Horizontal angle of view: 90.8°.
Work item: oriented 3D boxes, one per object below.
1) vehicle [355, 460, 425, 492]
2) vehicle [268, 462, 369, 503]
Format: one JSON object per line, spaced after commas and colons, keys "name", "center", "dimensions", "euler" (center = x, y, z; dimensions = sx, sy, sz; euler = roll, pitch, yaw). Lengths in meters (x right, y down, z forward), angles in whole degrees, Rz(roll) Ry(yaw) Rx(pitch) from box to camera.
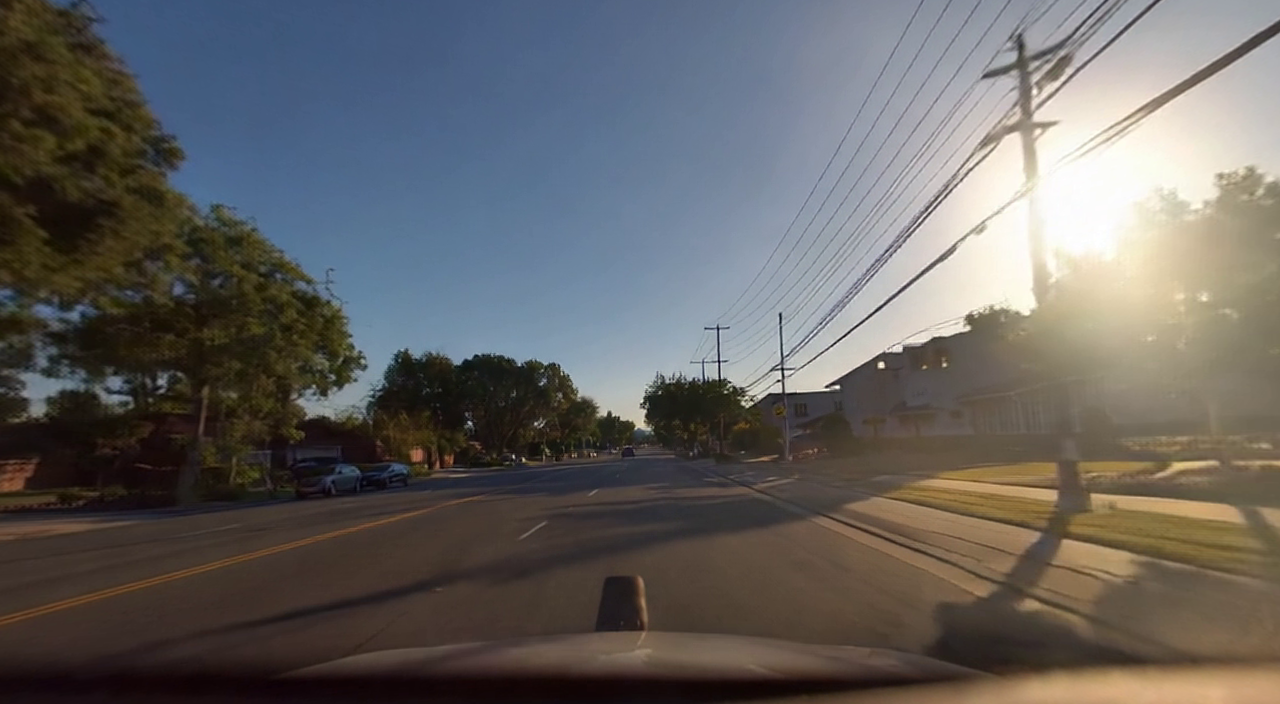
{"name": "vehicle", "center": [-13.438, 6.700, 34.285], "dimensions": [1.863, 1.481, 4.363], "euler": [-3, -9, 3]}
{"name": "vehicle", "center": [-13.712, 5.576, 27.296], "dimensions": [1.936, 1.489, 4.311], "euler": [-1, -8, 2]}
